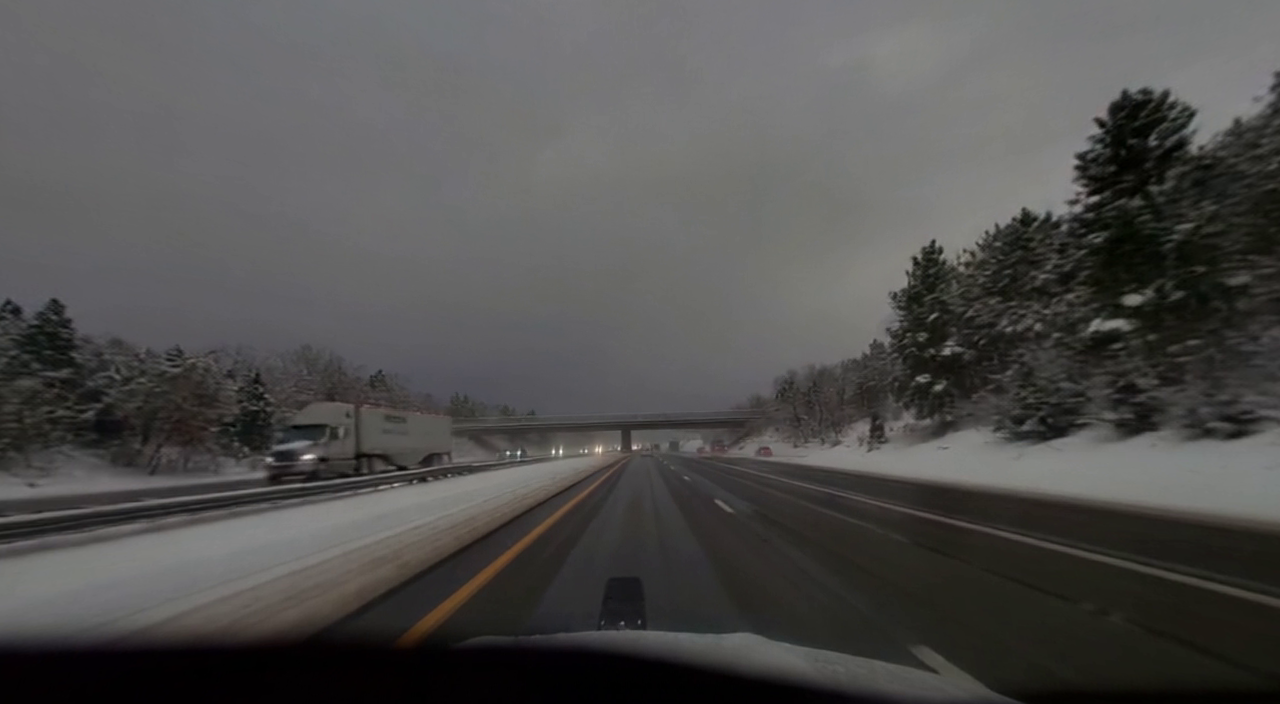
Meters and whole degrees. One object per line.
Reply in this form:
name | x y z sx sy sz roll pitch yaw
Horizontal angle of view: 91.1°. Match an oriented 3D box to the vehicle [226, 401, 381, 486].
vehicle | -17.271 4.844 33.284 3.078 3.866 8.973 0 -8 1
